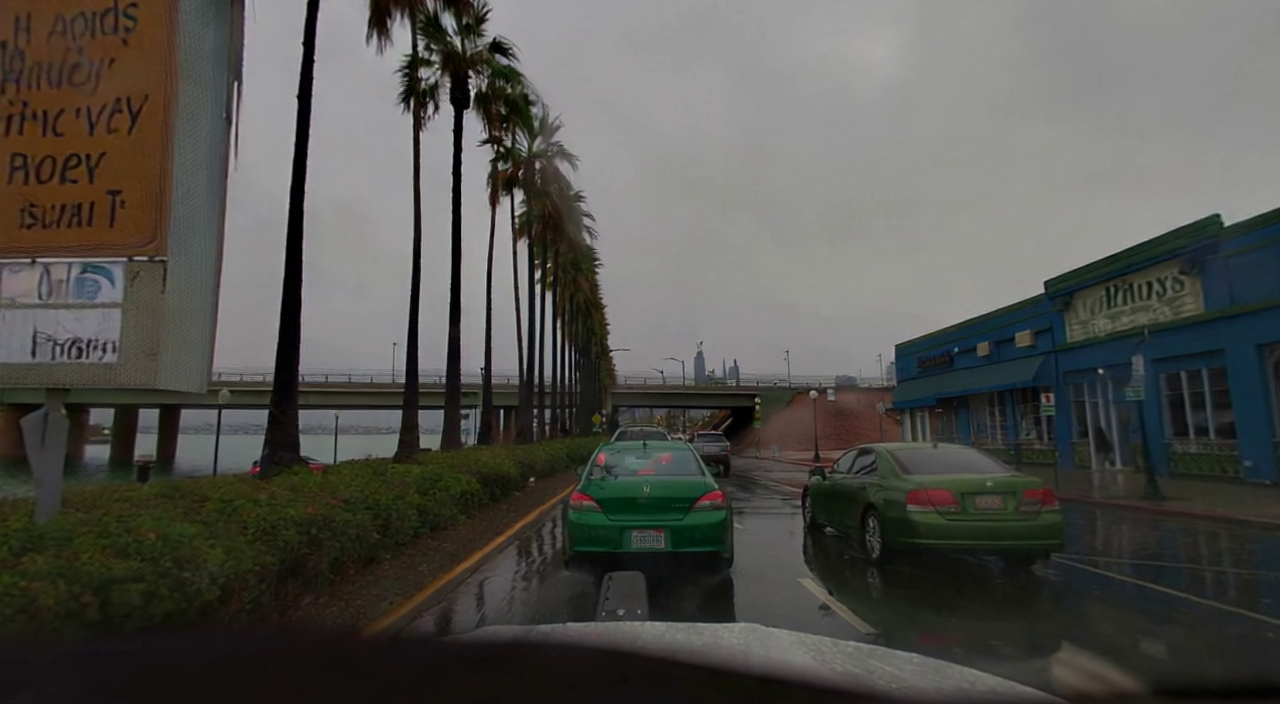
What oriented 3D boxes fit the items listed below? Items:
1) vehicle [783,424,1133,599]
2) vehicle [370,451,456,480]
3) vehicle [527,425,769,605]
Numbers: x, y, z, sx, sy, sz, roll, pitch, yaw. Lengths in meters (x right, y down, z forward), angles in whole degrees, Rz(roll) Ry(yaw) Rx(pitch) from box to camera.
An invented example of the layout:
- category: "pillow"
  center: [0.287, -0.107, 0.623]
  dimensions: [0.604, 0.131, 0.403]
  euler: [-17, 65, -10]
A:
- category: "vehicle"
  center: [3.260, 1.715, 7.729]
  dimensions: [1.920, 1.490, 4.417]
  euler: [0, -9, -1]
- category: "vehicle"
  center: [-14.956, 7.468, 41.684]
  dimensions: [4.852, 1.802, 2.104]
  euler: [-1, -9, 8]
- category: "vehicle"
  center: [0.057, 1.669, 7.280]
  dimensions: [2.048, 1.503, 3.681]
  euler: [0, -9, 0]
